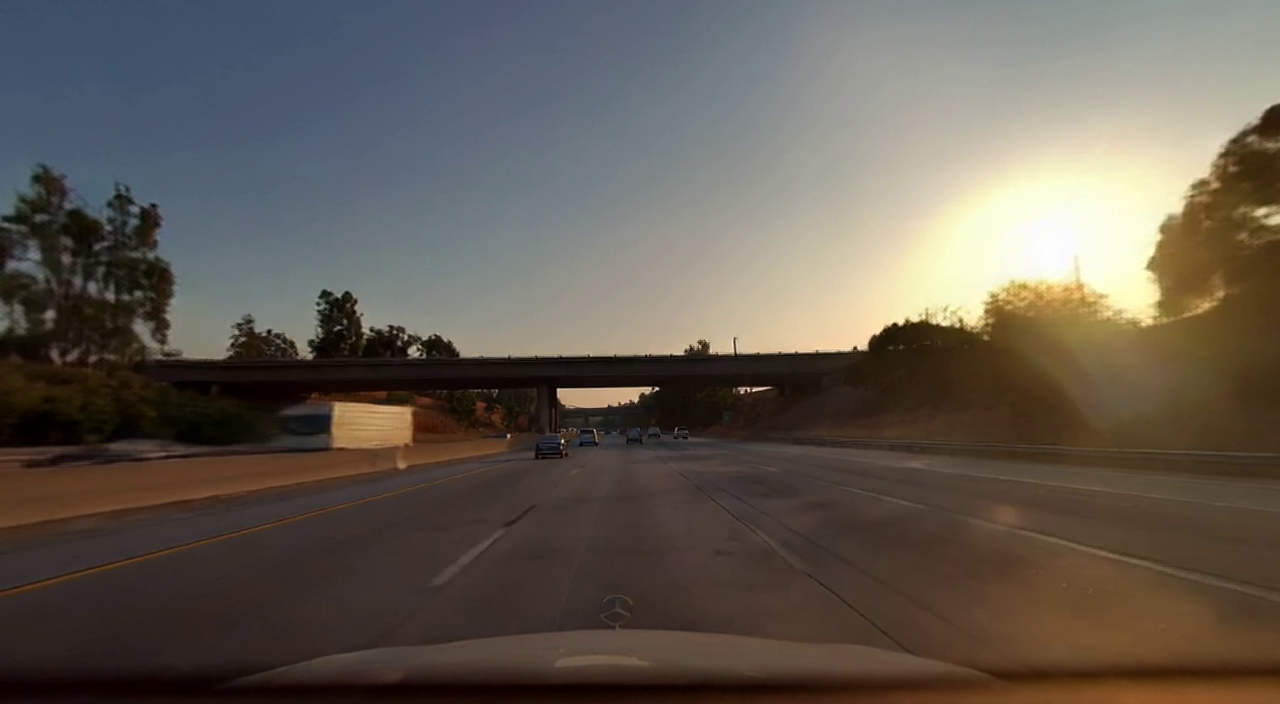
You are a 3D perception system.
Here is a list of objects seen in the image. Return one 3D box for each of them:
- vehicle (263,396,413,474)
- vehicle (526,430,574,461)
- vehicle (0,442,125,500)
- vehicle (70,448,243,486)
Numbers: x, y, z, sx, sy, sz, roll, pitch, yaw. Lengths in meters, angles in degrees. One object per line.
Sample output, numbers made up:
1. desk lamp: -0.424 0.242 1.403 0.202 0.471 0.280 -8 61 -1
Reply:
1. vehicle: -13.372 3.805 28.916 2.867 3.047 8.034 0 -8 0
2. vehicle: -4.597 4.805 32.641 1.933 1.473 4.023 0 -8 -1
3. vehicle: -17.452 3.320 18.021 1.752 1.452 4.406 0 -8 -1
4. vehicle: -17.624 4.214 23.467 2.187 1.138 5.521 0 -8 -1
